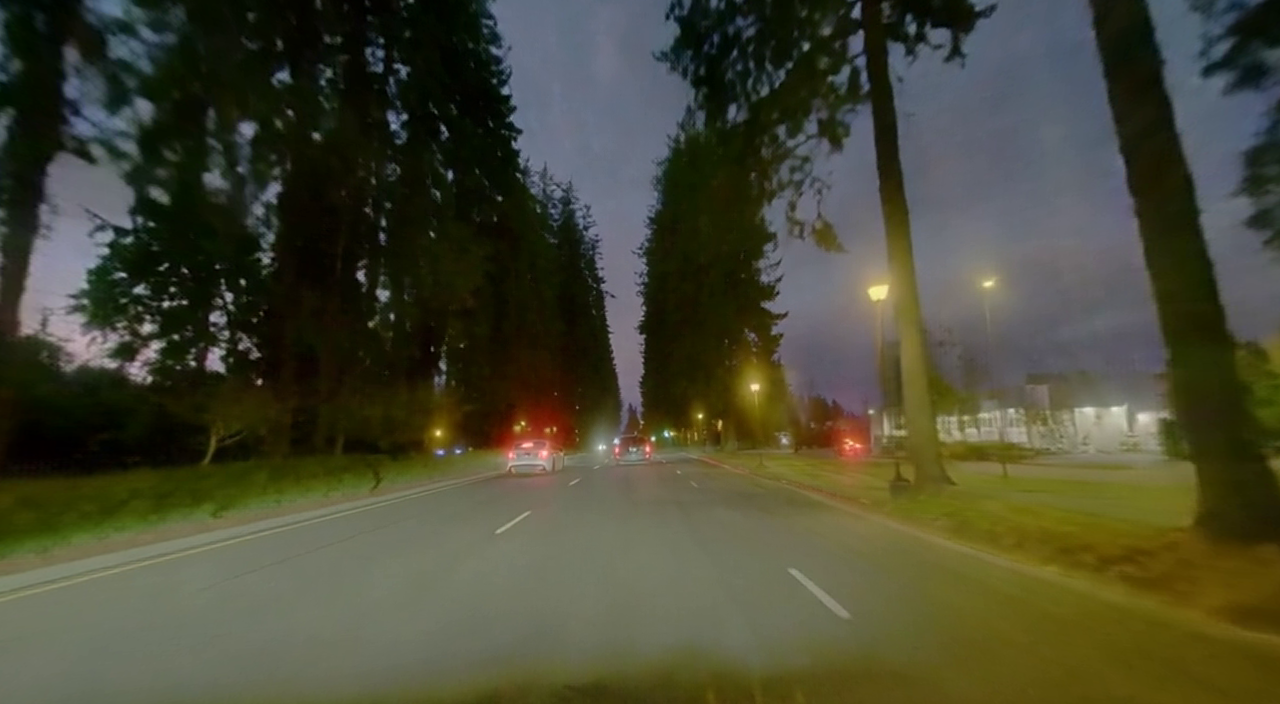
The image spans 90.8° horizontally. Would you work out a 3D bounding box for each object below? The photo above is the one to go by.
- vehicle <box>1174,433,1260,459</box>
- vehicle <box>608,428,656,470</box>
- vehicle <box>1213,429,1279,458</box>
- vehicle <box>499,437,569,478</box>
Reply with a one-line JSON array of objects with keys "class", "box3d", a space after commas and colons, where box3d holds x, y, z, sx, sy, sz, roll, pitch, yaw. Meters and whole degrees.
[{"class": "vehicle", "box3d": [33.771, 5.510, 37.028, 3.531, 1.422, 1.598, 0, -8, -3]}, {"class": "vehicle", "box3d": [-0.368, 4.404, 28.853, 2.018, 1.769, 3.897, 0, -8, -1]}, {"class": "vehicle", "box3d": [33.925, 4.979, 34.373, 3.764, 1.480, 1.732, 0, -8, -2]}, {"class": "vehicle", "box3d": [-4.002, 4.037, 24.574, 1.917, 1.448, 4.178, 0, -8, 1]}]
